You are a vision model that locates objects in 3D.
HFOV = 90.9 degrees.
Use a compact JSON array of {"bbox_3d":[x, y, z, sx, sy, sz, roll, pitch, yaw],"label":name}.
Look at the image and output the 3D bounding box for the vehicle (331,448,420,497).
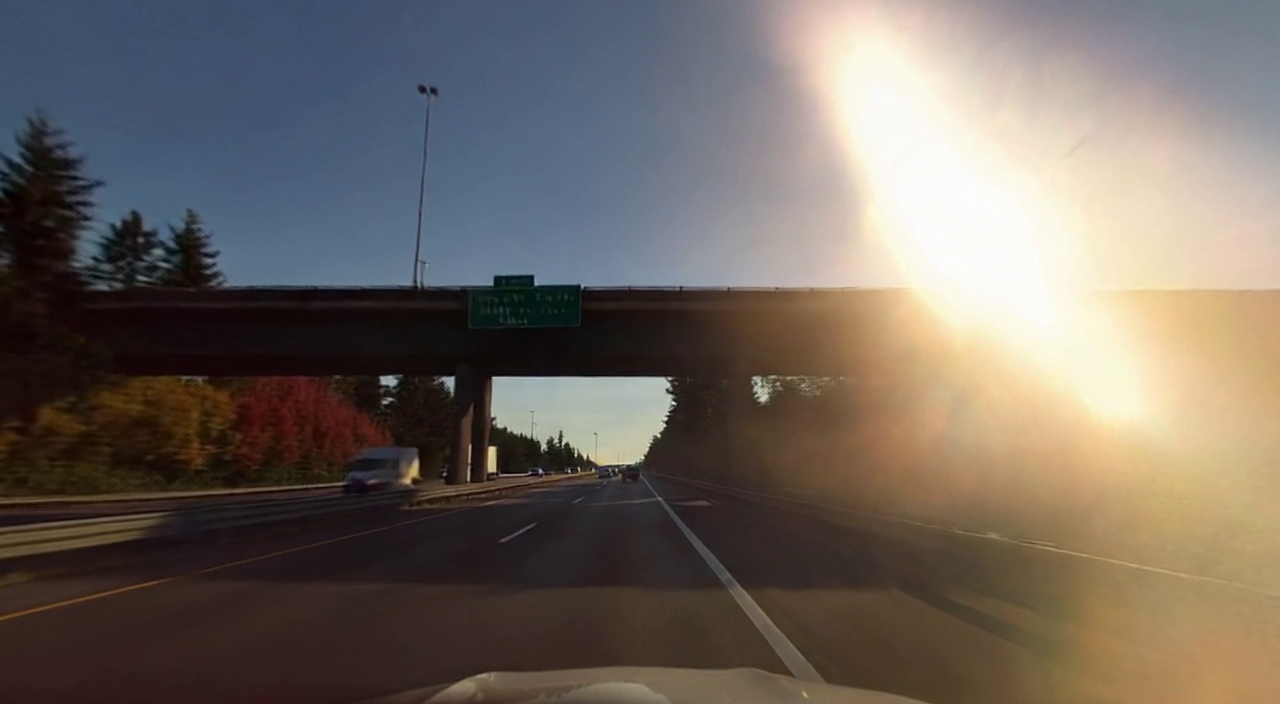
[{"bbox_3d":[-13.892,6.388,33.547,2.188,2.337,5.728,1,-11,0],"label":"vehicle"}]
